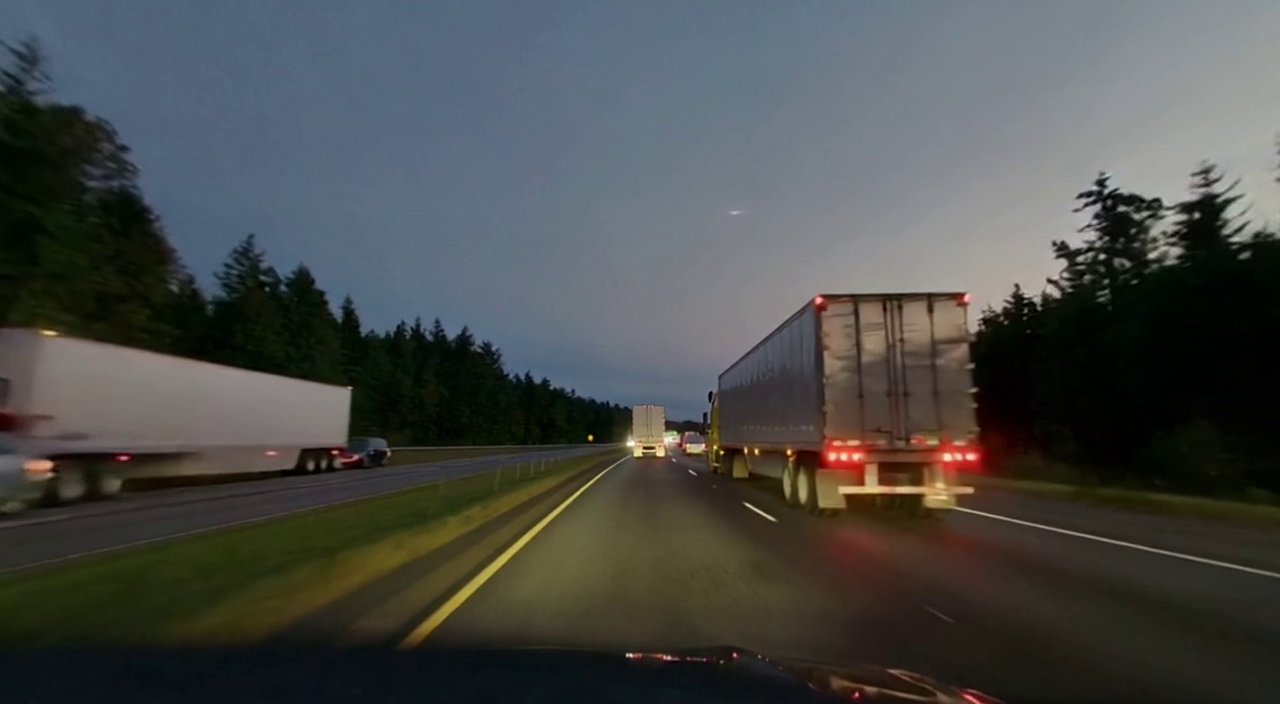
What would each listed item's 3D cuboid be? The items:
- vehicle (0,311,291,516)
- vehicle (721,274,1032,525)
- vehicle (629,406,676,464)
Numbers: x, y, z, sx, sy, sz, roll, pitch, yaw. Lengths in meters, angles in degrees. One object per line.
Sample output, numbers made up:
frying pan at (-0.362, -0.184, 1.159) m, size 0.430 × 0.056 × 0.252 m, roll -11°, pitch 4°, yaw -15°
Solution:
vehicle at (-12.947, 1.663, 15.219) m, size 2.949 × 3.648 × 10.317 m, roll -1°, pitch -8°, yaw 1°
vehicle at (4.723, 1.711, 17.373) m, size 2.851 × 4.077 × 14.289 m, roll 0°, pitch -8°, yaw -1°
vehicle at (0.685, 5.251, 39.528) m, size 2.644 × 3.247 × 7.454 m, roll 0°, pitch -8°, yaw 0°
